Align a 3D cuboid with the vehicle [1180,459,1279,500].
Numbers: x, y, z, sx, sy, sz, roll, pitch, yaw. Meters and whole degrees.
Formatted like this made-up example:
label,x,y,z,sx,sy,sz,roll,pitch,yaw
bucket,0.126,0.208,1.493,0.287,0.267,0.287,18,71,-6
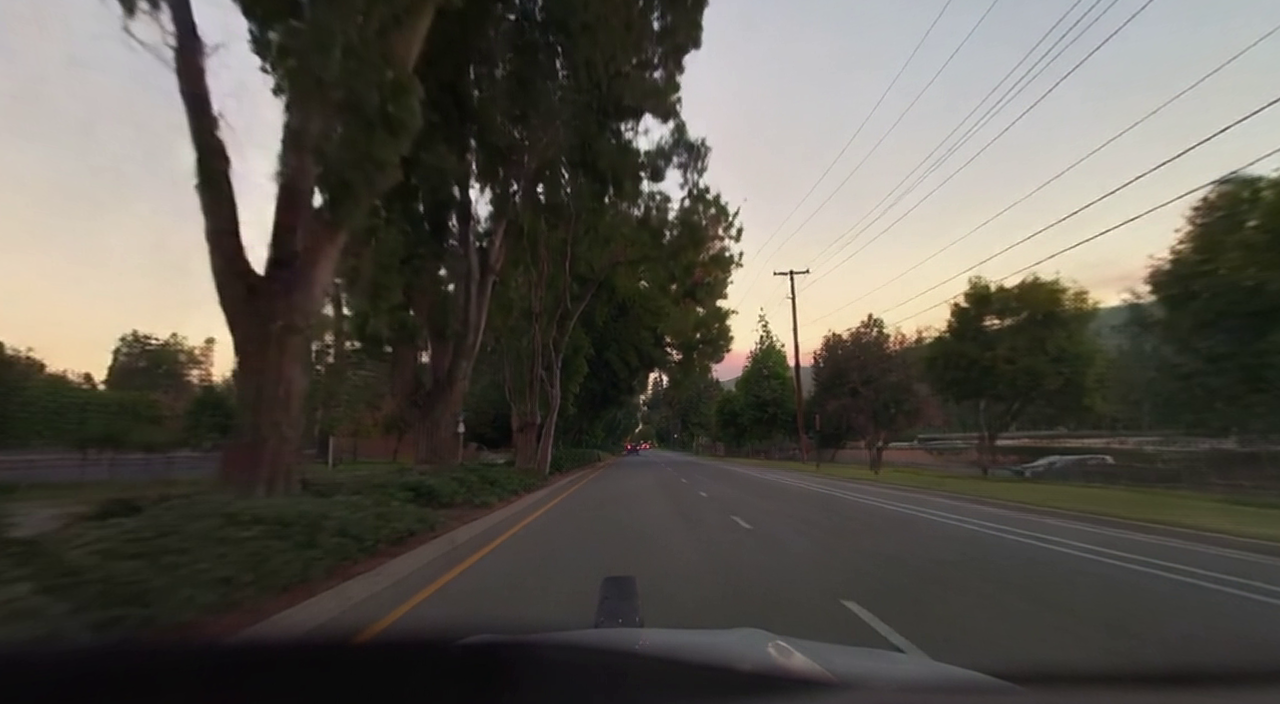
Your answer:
label,x,y,z,sx,sy,sz,roll,pitch,yaw
vehicle,23.583,4.808,23.996,4.239,1.407,1.841,-1,-8,4
